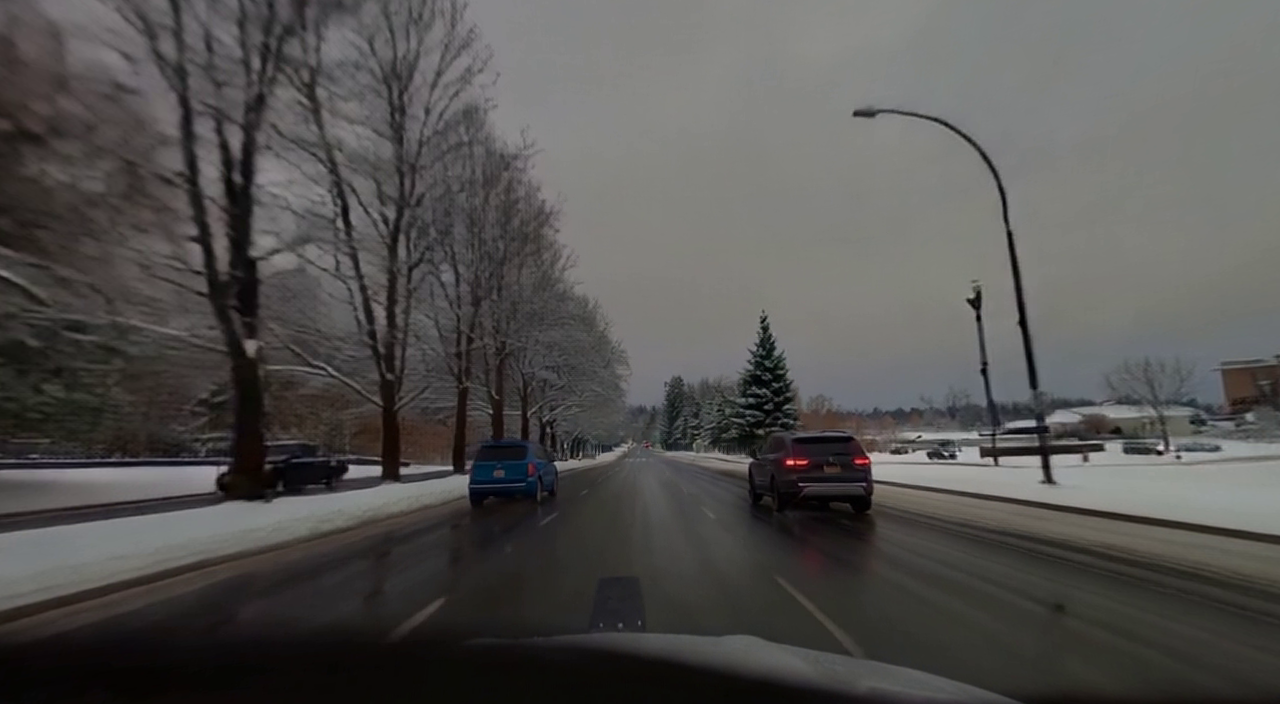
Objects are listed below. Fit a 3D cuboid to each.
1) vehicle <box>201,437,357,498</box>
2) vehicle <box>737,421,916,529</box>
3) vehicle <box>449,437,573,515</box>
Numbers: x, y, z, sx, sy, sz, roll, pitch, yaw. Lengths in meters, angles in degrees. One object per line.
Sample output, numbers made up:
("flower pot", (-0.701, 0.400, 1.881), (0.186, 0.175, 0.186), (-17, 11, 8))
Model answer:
("vehicle", (-19.478, 6.256, 34.923), (2.891, 2.907, 9.406), (0, -9, 1))
("vehicle", (3.481, 2.422, 12.966), (2.087, 1.759, 5.040), (0, -9, -1))
("vehicle", (-2.961, 2.948, 15.457), (2.025, 1.635, 4.293), (0, -9, 2))
